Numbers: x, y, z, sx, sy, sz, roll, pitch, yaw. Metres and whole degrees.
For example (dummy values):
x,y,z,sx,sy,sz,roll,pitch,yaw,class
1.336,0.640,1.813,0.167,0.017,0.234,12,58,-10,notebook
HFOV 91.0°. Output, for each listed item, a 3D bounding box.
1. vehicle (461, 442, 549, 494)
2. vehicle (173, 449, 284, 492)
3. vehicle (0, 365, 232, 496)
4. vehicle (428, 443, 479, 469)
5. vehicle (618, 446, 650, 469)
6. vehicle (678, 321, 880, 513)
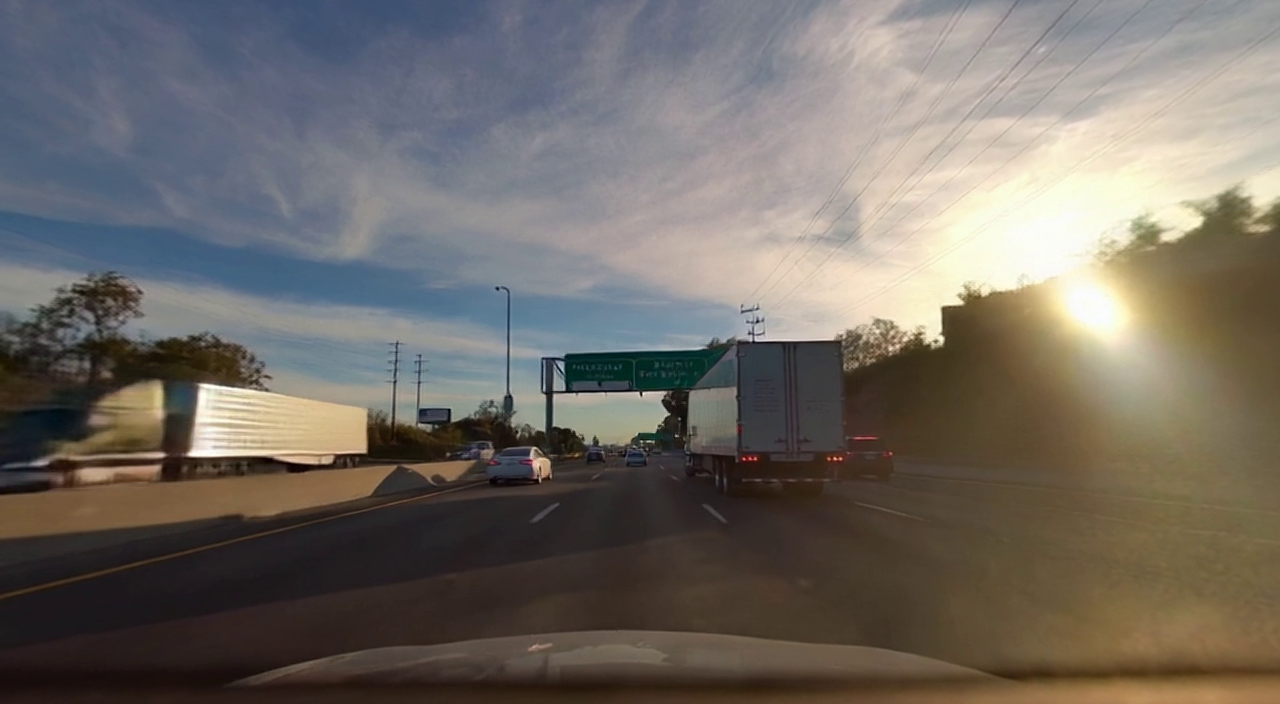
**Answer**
x,y,z,sx,sy,sz,roll,pitch,yaw,class
-4.261,3.700,20.499,1.968,1.507,3.829,0,-8,1,vehicle
-14.839,4.259,22.921,1.596,1.364,3.442,0,-8,2,vehicle
-18.667,2.836,22.154,3.017,3.721,8.231,0,-8,0,vehicle
-11.387,6.360,38.700,1.890,1.546,3.774,0,-8,2,vehicle
-0.353,7.176,42.899,2.047,1.485,3.938,0,-8,1,vehicle
3.437,2.539,21.517,2.907,4.109,16.177,0,-8,-1,vehicle
